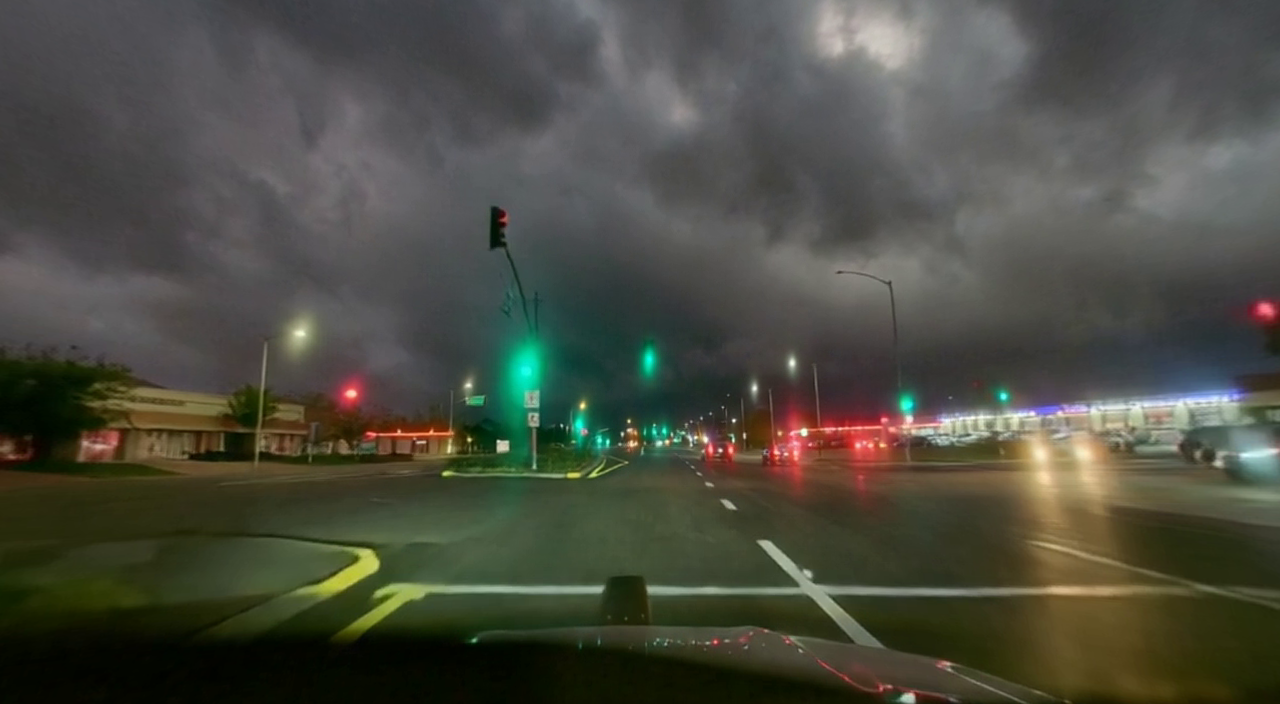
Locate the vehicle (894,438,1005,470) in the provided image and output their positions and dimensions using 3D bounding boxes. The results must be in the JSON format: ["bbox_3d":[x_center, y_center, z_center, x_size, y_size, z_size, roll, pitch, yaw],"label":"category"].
[{"bbox_3d":[14.897,4.911,30.418,4.581,1.434,1.893,-5,-10,31],"label":"vehicle"}]

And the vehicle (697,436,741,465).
[{"bbox_3d":[4.518,5.696,36.583,2.038,1.528,4.259,0,-8,1],"label":"vehicle"}]

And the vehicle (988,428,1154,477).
[{"bbox_3d":[15.772,3.707,23.345,4.491,1.702,2.094,-1,-8,9],"label":"vehicle"}]
